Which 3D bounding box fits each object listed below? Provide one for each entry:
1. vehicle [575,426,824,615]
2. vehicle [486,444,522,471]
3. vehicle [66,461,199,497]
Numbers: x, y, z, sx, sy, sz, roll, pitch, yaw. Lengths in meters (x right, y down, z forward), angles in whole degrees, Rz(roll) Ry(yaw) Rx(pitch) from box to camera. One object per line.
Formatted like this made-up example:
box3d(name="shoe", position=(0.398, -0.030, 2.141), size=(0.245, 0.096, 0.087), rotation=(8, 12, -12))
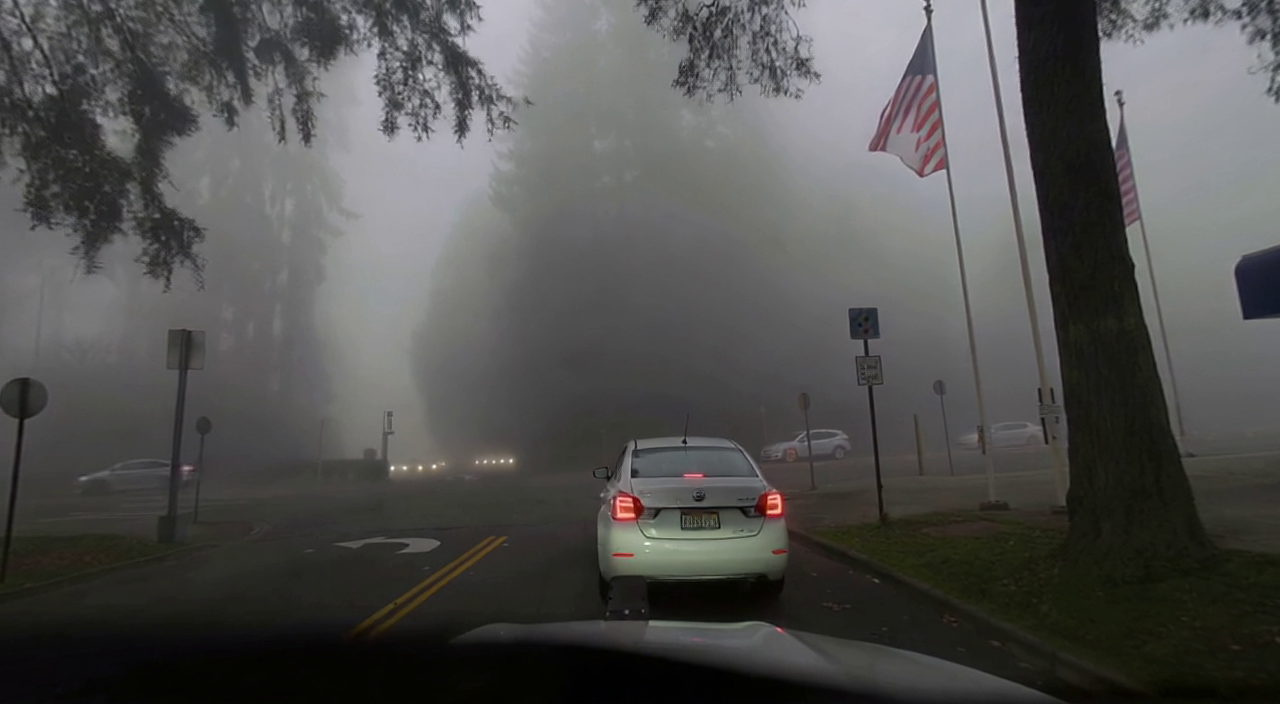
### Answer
box3d(name="vehicle", position=(0.384, 1.621, 6.897), size=(1.985, 1.463, 3.647), rotation=(0, -9, -3))
box3d(name="vehicle", position=(-10.389, 8.100, 48.541), size=(2.212, 1.948, 4.537), rotation=(1, -9, -6))
box3d(name="vehicle", position=(-22.925, 5.724, 28.597), size=(4.278, 1.475, 1.804), rotation=(0, -9, -5))
